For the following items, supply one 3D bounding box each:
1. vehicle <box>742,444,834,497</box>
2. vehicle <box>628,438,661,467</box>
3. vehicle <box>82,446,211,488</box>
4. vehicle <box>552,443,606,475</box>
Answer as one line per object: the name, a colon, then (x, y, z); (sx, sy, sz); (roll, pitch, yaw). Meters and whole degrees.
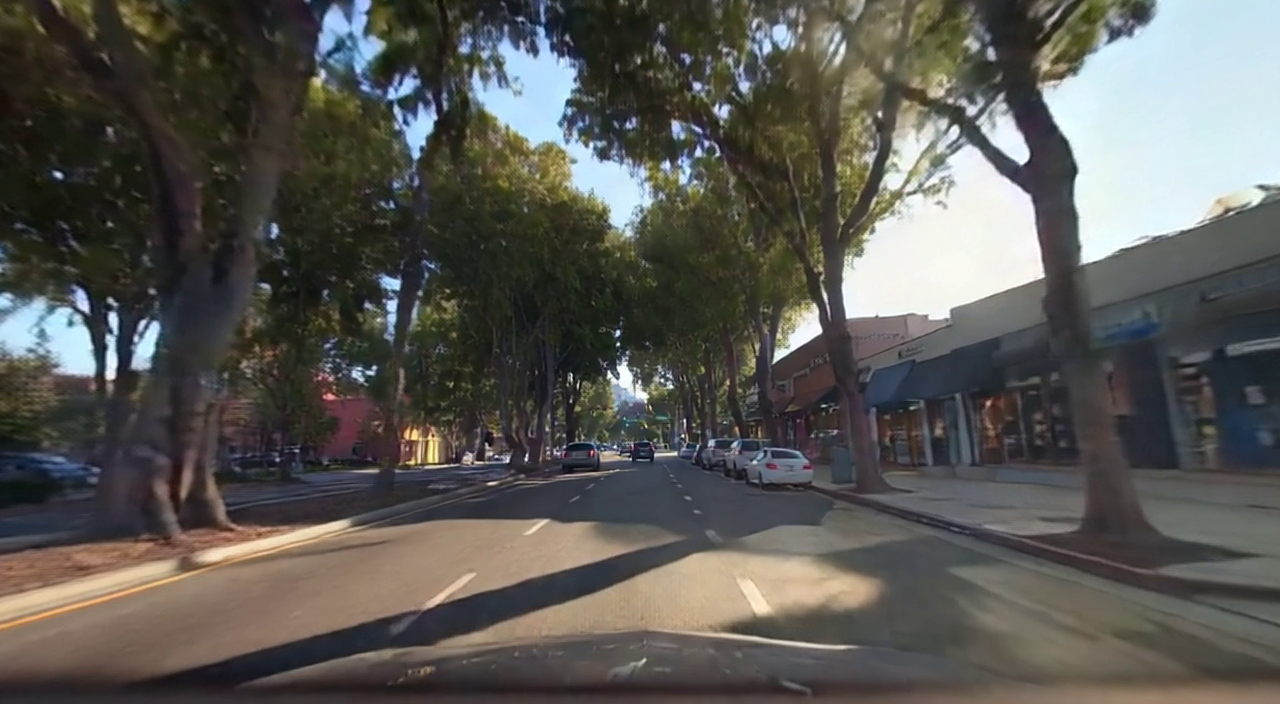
vehicle: (4.513, 3.663, 19.916); (1.896, 1.451, 4.329); (0, -9, 1)
vehicle: (0.317, 6.585, 41.345); (2.075, 1.770, 4.018); (0, -9, 1)
vehicle: (-27.031, 6.276, 34.900); (2.231, 2.124, 5.680); (-1, -9, 4)
vehicle: (-2.977, 5.318, 31.628); (2.151, 1.484, 4.468); (0, -9, 2)
